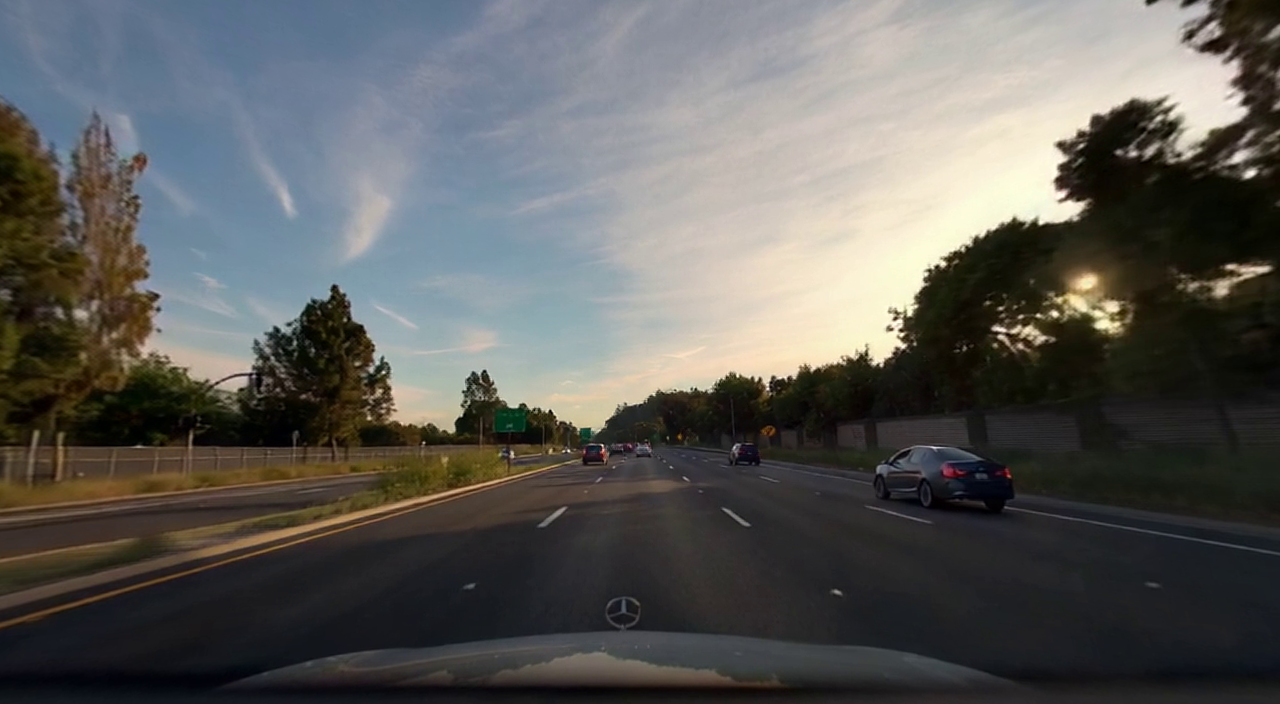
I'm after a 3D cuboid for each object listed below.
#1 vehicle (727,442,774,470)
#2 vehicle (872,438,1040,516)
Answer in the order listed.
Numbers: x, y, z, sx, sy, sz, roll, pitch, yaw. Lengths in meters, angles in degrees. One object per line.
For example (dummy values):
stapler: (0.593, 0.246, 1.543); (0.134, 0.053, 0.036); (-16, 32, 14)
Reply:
vehicle: (6.674, 6.340, 38.717); (1.987, 1.597, 4.463); (0, -8, -1)
vehicle: (6.885, 2.720, 14.280); (1.838, 1.518, 3.713); (0, -8, -1)
